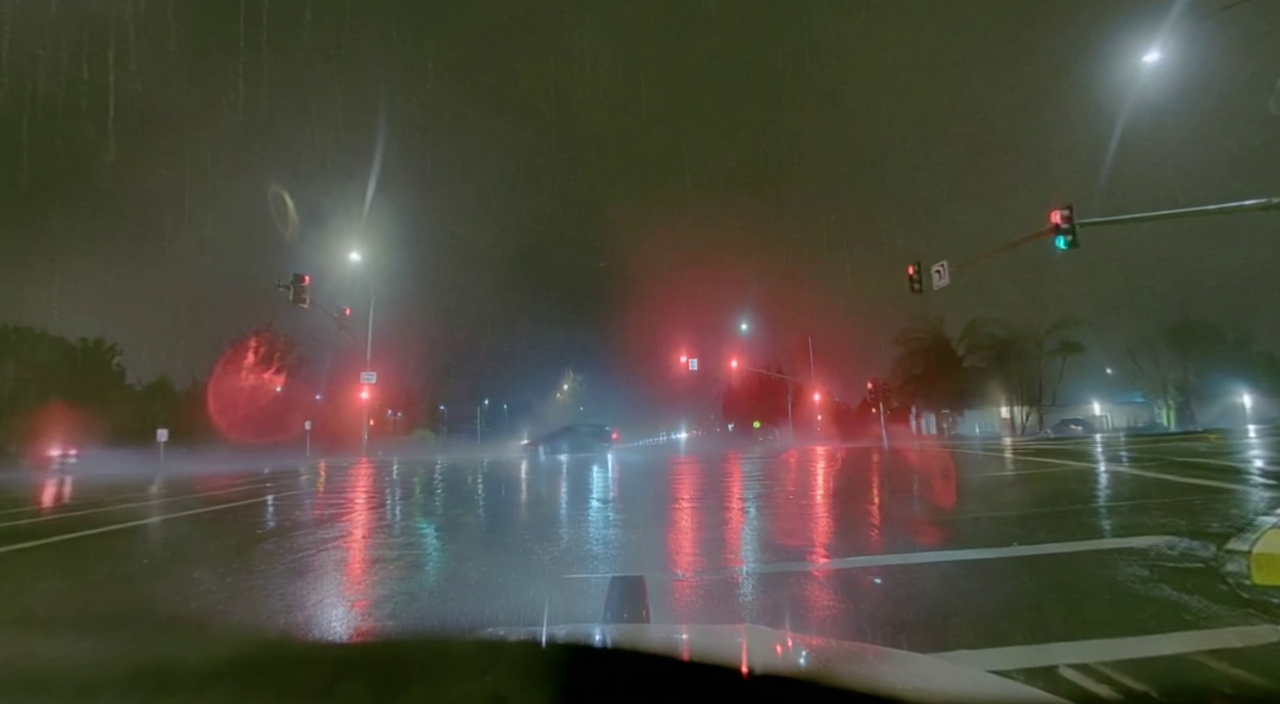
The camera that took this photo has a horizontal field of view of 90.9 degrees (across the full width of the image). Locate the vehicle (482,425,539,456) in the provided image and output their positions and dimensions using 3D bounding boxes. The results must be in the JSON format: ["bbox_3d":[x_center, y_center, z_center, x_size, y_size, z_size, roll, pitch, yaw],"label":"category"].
[{"bbox_3d":[-8.285,5.734,40.870,2.000,1.864,5.044,-1,-9,7],"label":"vehicle"}]

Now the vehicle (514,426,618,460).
[{"bbox_3d":[-3.345,4.110,28.506,4.510,1.431,1.884,1,-9,-8],"label":"vehicle"}]
